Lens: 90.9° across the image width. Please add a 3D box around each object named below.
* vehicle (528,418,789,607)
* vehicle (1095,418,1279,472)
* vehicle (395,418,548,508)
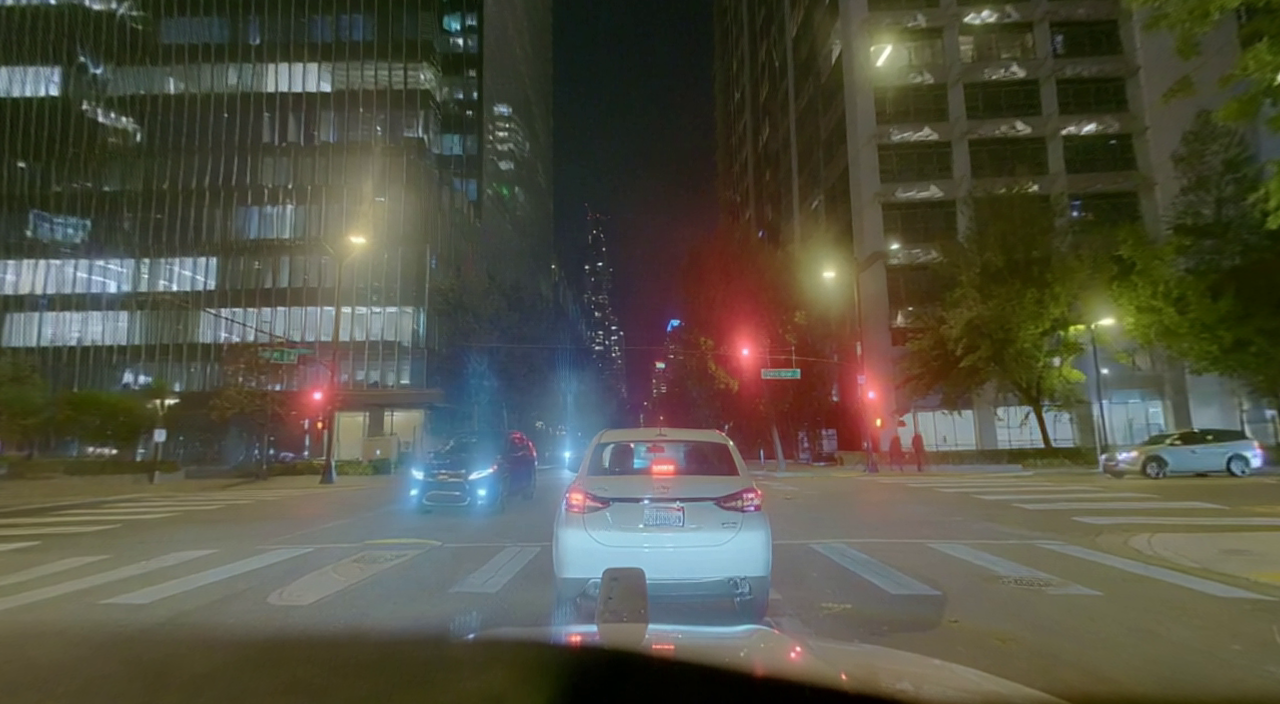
[{"bbox_3d":[-0.140,1.647,7.478,1.893,1.532,4.145,2,-9,-16],"label":"vehicle"},{"bbox_3d":[19.137,3.265,22.212,4.675,1.772,1.945,0,-8,-1],"label":"vehicle"},{"bbox_3d":[-4.054,2.819,16.451,2.317,1.924,5.518,0,-8,2],"label":"vehicle"}]
